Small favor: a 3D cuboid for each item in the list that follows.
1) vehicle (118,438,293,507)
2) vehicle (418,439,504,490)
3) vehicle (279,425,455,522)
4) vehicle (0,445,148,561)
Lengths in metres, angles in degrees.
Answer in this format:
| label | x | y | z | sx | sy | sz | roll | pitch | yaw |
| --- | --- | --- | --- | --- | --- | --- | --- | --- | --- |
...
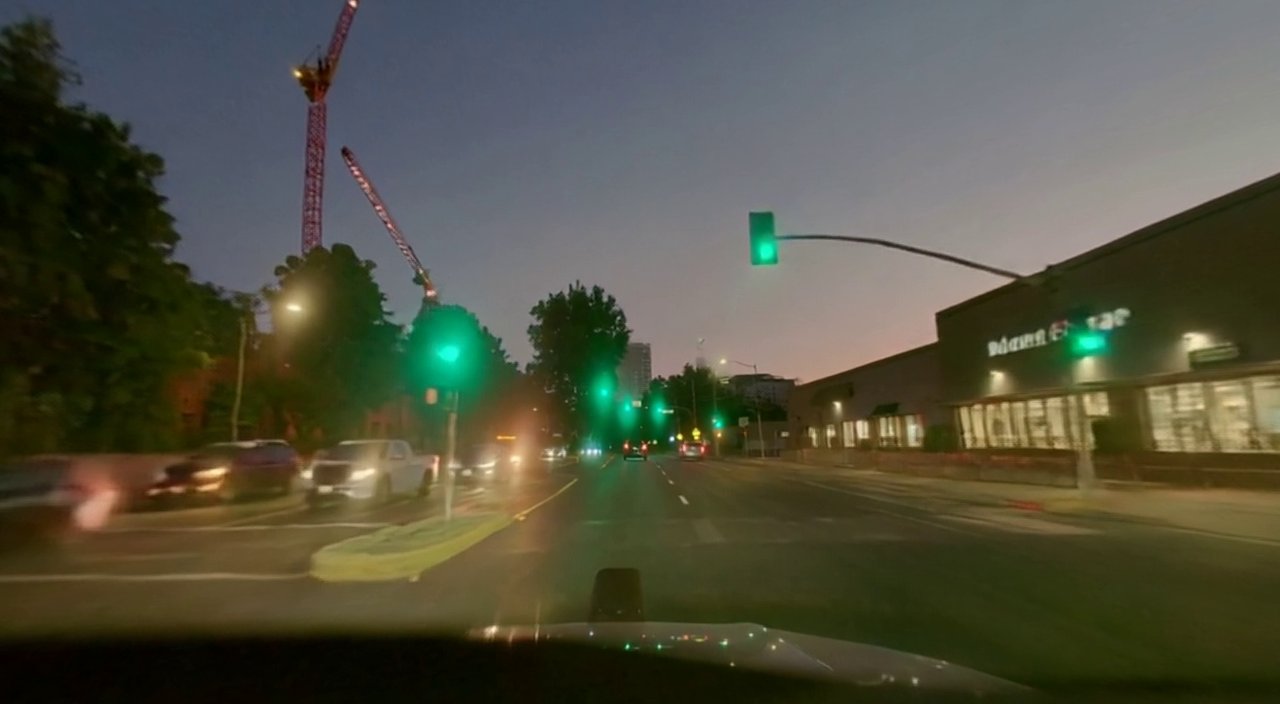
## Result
| label | x | y | z | sx | sy | sz | roll | pitch | yaw |
| --- | --- | --- | --- | --- | --- | --- | --- | --- | --- |
| vehicle | -12.697 | 3.504 | 18.938 | 1.936 | 1.769 | 4.620 | 0 | -8 | 0 |
| vehicle | -5.883 | 3.730 | 21.296 | 1.901 | 1.498 | 4.359 | 0 | -9 | -4 |
| vehicle | -5.763 | 2.587 | 14.086 | 1.983 | 1.715 | 4.466 | -2 | -8 | 0 |
| vehicle | -8.995 | 1.901 | 7.966 | 1.947 | 1.434 | 4.557 | 0 | -8 | -1 |
